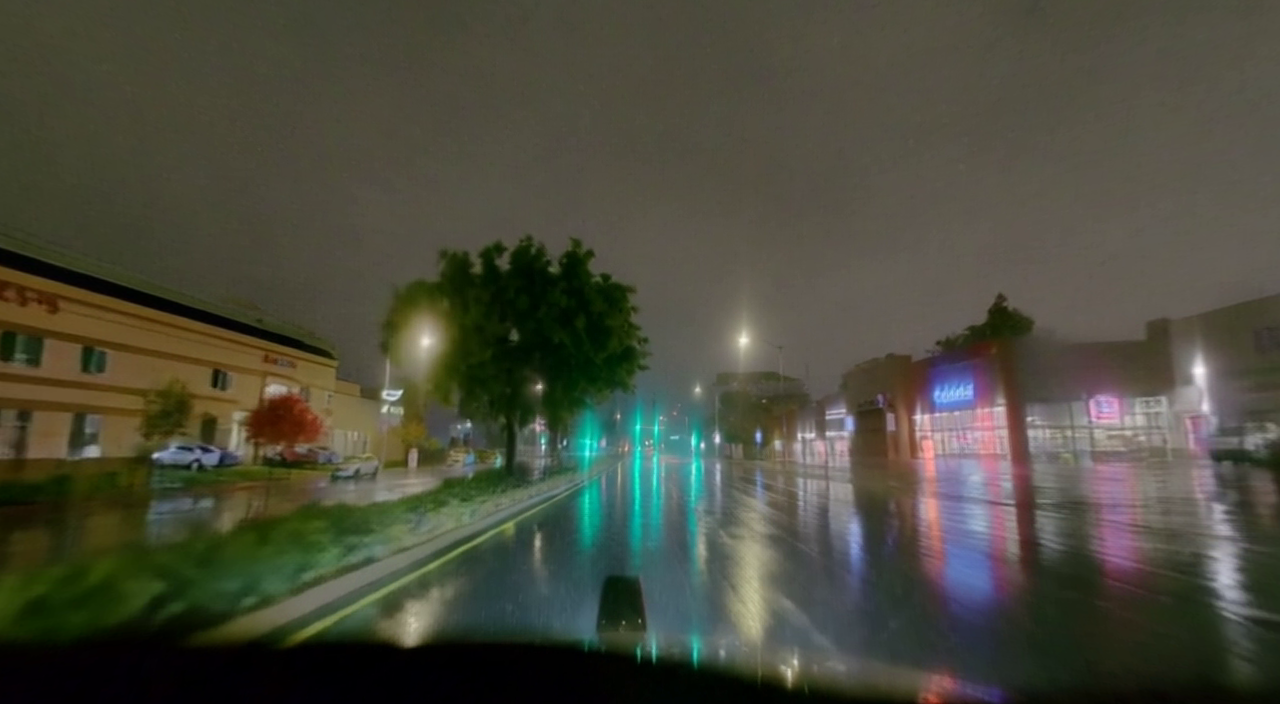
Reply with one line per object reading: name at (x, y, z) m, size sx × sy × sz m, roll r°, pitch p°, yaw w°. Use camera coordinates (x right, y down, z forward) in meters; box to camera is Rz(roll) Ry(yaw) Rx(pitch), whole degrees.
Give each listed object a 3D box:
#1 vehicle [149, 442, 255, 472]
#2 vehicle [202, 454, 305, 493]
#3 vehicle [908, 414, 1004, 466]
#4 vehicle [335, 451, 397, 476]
vehicle at (-26.570, 6.347, 38.241) m, size 4.667 × 1.728 × 2.276 m, roll 0°, pitch -8°, yaw -3°
vehicle at (-18.838, 5.894, 30.901) m, size 2.012 × 1.560 × 4.782 m, roll -1°, pitch -7°, yaw 0°
vehicle at (21.926, 6.227, 44.102) m, size 2.977 × 3.311 × 6.892 m, roll 0°, pitch -9°, yaw -1°
vehicle at (-18.946, 7.746, 43.711) m, size 2.071 × 1.595 × 4.822 m, roll 0°, pitch -9°, yaw 1°
